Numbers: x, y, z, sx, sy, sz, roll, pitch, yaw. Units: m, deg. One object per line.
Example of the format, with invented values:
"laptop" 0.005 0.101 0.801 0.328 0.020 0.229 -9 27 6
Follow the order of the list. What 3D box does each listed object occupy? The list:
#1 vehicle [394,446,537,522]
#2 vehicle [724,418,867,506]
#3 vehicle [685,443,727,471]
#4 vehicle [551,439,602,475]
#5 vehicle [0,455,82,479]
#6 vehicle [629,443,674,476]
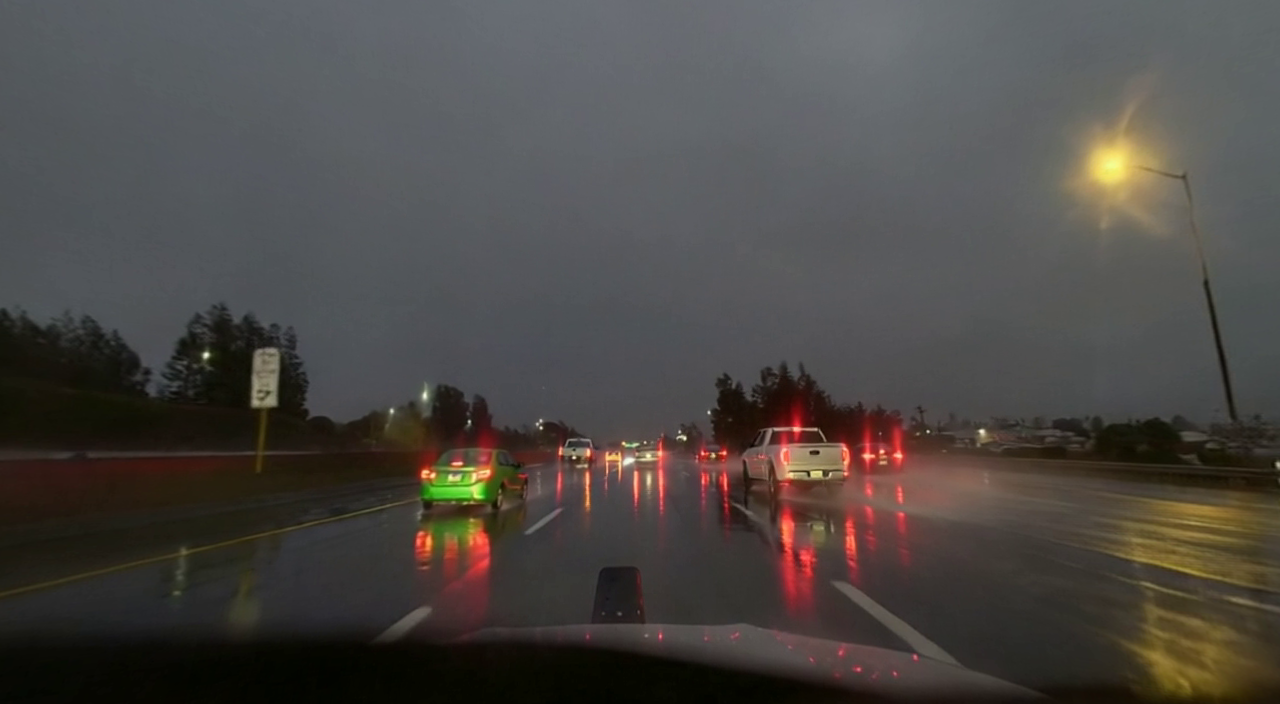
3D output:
"vehicle" -3.681 2.842 14.179 1.947 1.424 4.264 0 -9 1
"vehicle" 3.832 2.861 16.820 2.340 1.925 5.529 0 -9 -1
"vehicle" 4.204 6.762 40.750 2.145 1.636 4.437 0 -9 -1
"vehicle" -3.346 5.708 34.382 2.176 1.783 4.799 0 -9 1
"vehicle" -42.360 8.046 44.415 1.825 1.533 4.428 0 -9 0
"vehicle" 0.582 5.452 32.254 2.147 1.572 4.094 0 -9 0
